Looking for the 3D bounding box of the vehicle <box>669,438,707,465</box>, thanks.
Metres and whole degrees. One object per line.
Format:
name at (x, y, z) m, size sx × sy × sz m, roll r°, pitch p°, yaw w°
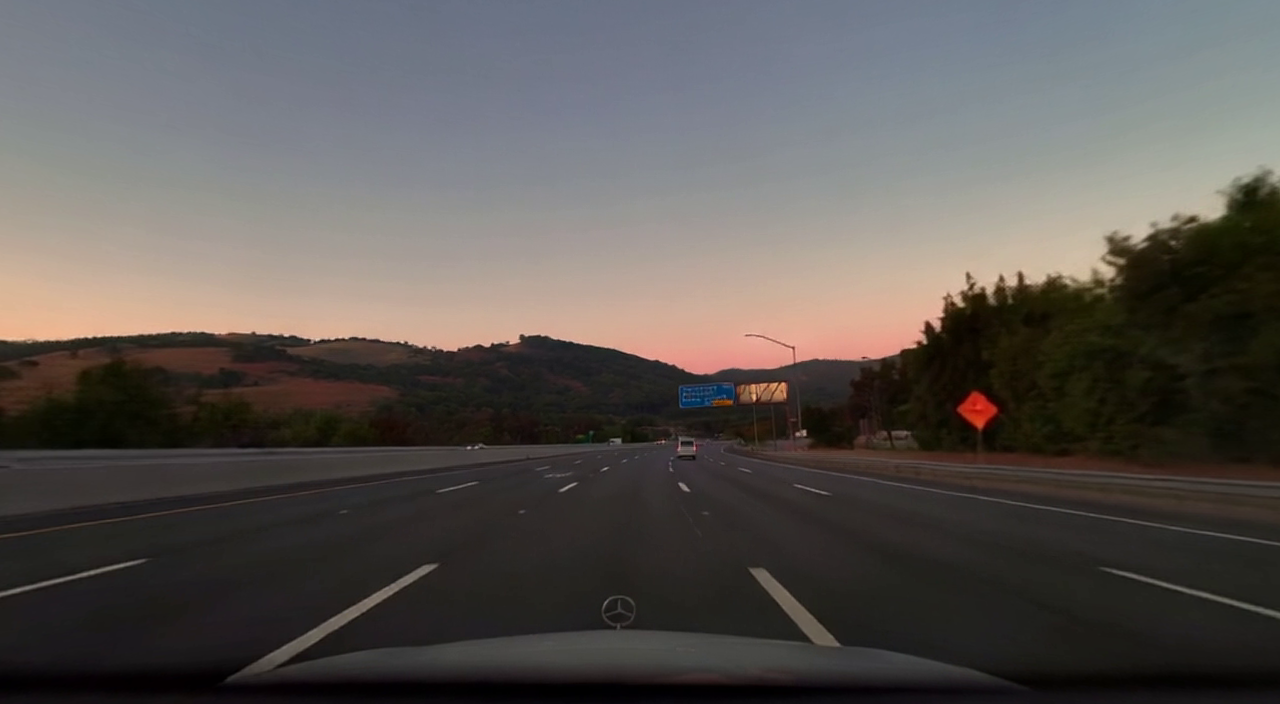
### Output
vehicle at (3.231, 6.828, 43.447) m, size 2.224 × 1.738 × 4.376 m, roll 0°, pitch -8°, yaw 0°
